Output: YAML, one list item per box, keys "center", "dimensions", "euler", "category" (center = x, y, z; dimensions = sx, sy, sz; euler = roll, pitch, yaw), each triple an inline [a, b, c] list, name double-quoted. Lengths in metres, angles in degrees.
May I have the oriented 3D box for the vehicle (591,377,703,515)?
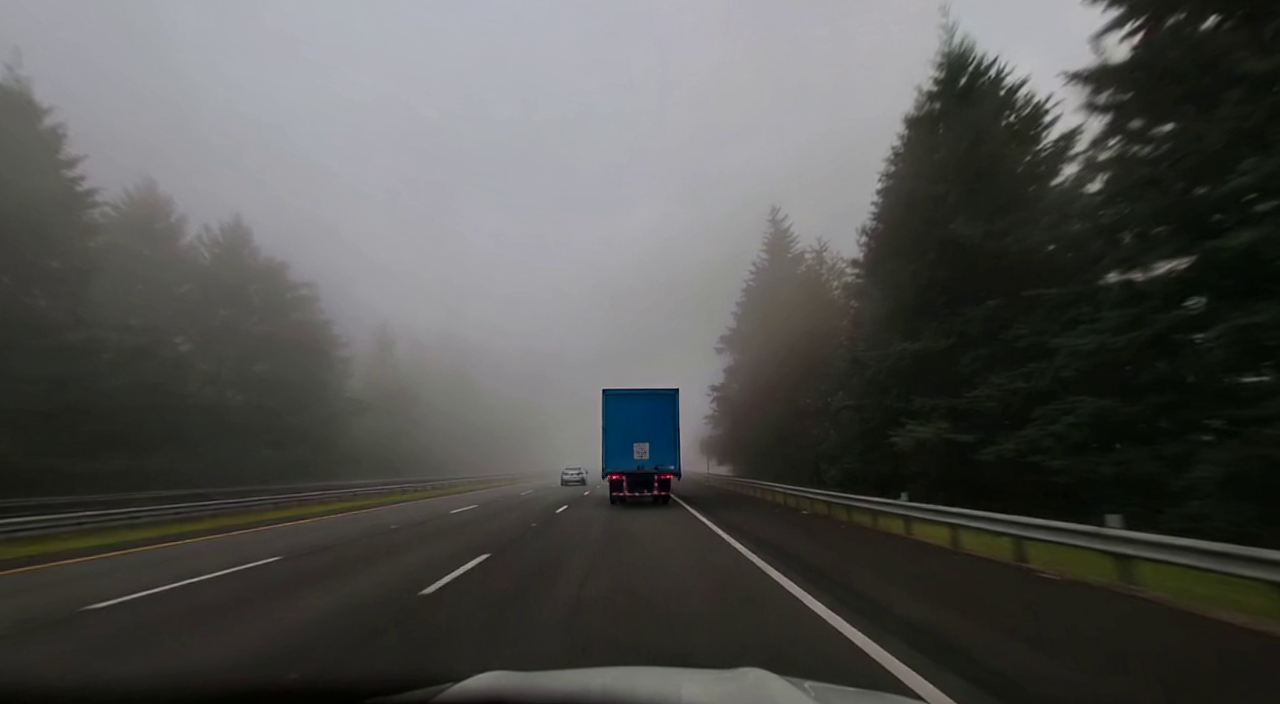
- center: [0.045, 3.397, 21.904]
  dimensions: [3.008, 3.678, 9.512]
  euler: [1, -10, -2]
  category: "vehicle"

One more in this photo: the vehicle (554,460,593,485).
- center: [-4.492, 8.266, 43.257]
  dimensions: [2.104, 1.536, 4.599]
  euler: [1, -10, 0]
  category: "vehicle"
